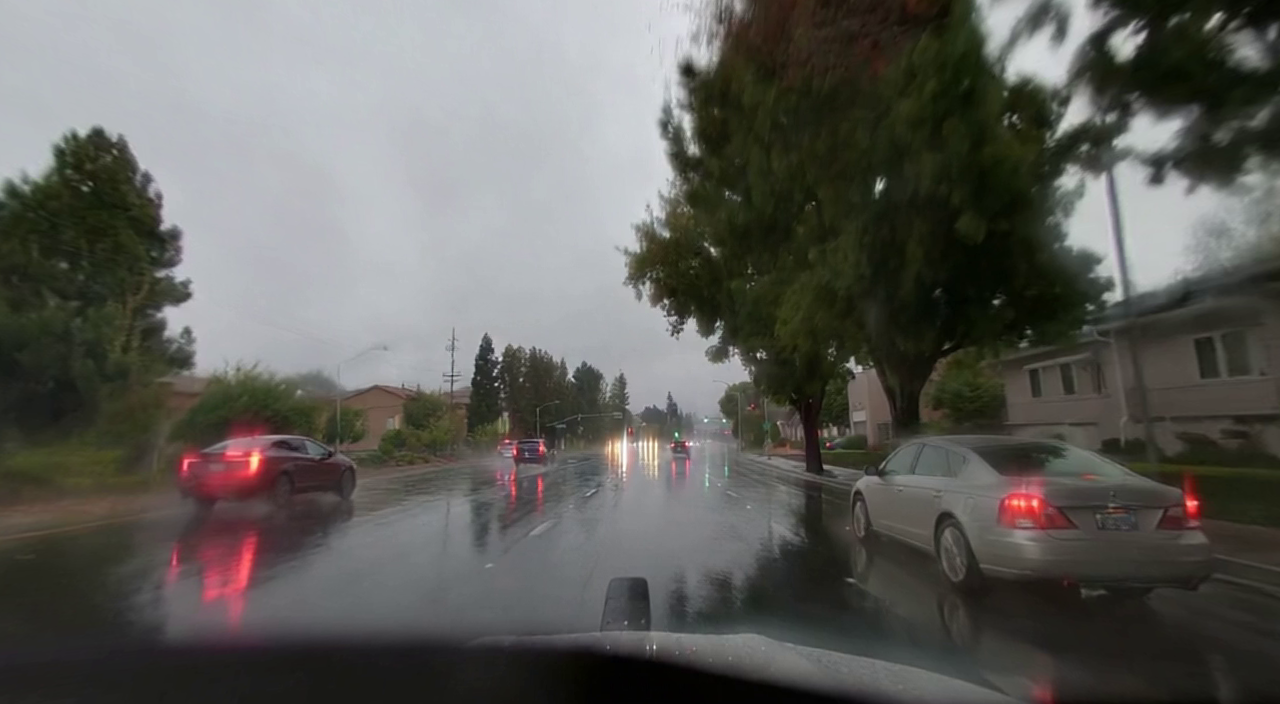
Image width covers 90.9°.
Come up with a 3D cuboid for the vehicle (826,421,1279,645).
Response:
[{"bbox_3d":[3.659,1.574,6.680,2.003,1.494,4.705,0,-8,1],"label":"vehicle"}]

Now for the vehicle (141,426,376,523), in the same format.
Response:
[{"bbox_3d":[-7.138,2.313,12.498,1.951,1.554,4.444,0,-8,-2],"label":"vehicle"}]

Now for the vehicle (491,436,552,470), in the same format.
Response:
[{"bbox_3d":[-5.887,5.065,31.775,1.988,1.597,4.404,0,-8,3],"label":"vehicle"}]
